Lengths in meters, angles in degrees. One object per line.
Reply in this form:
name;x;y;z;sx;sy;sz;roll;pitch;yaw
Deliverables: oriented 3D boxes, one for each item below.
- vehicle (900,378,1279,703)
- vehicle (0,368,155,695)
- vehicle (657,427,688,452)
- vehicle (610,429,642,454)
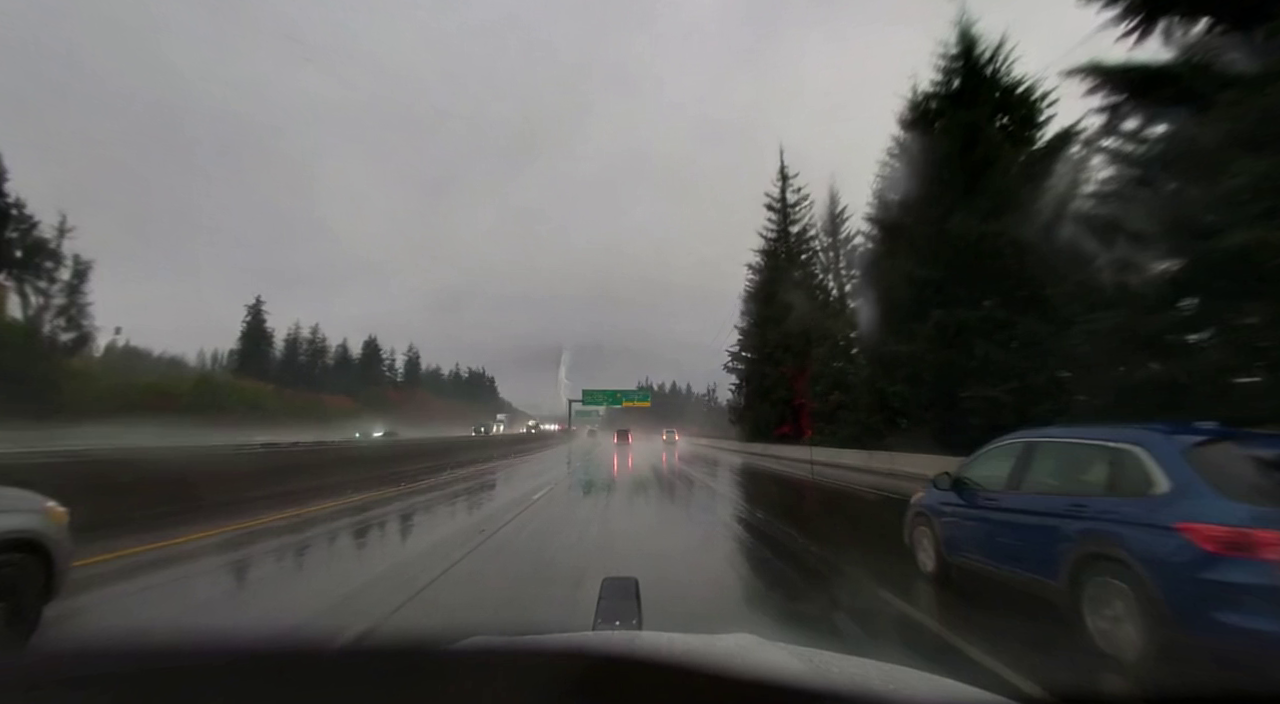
vehicle;3.400;0.996;3.340;2.063;1.537;4.465;0;-7;-1
vehicle;-4.163;0.738;1.962;2.100;1.590;4.077;0;-7;-2
vehicle;2.552;6.931;49.861;1.976;1.905;3.263;1;-7;-5
vehicle;-1.041;6.410;45.080;2.159;1.690;3.720;0;-7;-2
